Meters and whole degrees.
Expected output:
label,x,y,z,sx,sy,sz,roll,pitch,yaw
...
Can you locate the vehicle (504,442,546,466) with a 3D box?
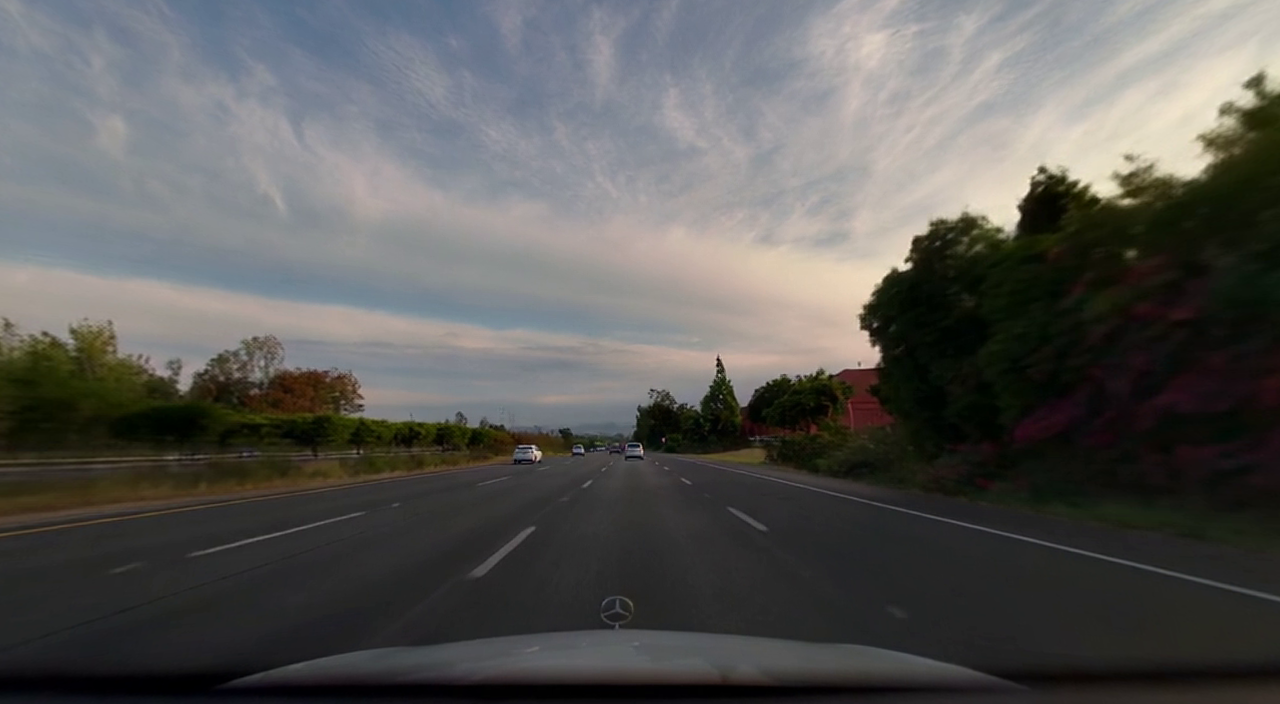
label,x,y,z,sx,sy,sz,roll,pitch,yaw
vehicle,-7.847,6.997,43.456,1.991,1.572,4.314,0,-9,0
